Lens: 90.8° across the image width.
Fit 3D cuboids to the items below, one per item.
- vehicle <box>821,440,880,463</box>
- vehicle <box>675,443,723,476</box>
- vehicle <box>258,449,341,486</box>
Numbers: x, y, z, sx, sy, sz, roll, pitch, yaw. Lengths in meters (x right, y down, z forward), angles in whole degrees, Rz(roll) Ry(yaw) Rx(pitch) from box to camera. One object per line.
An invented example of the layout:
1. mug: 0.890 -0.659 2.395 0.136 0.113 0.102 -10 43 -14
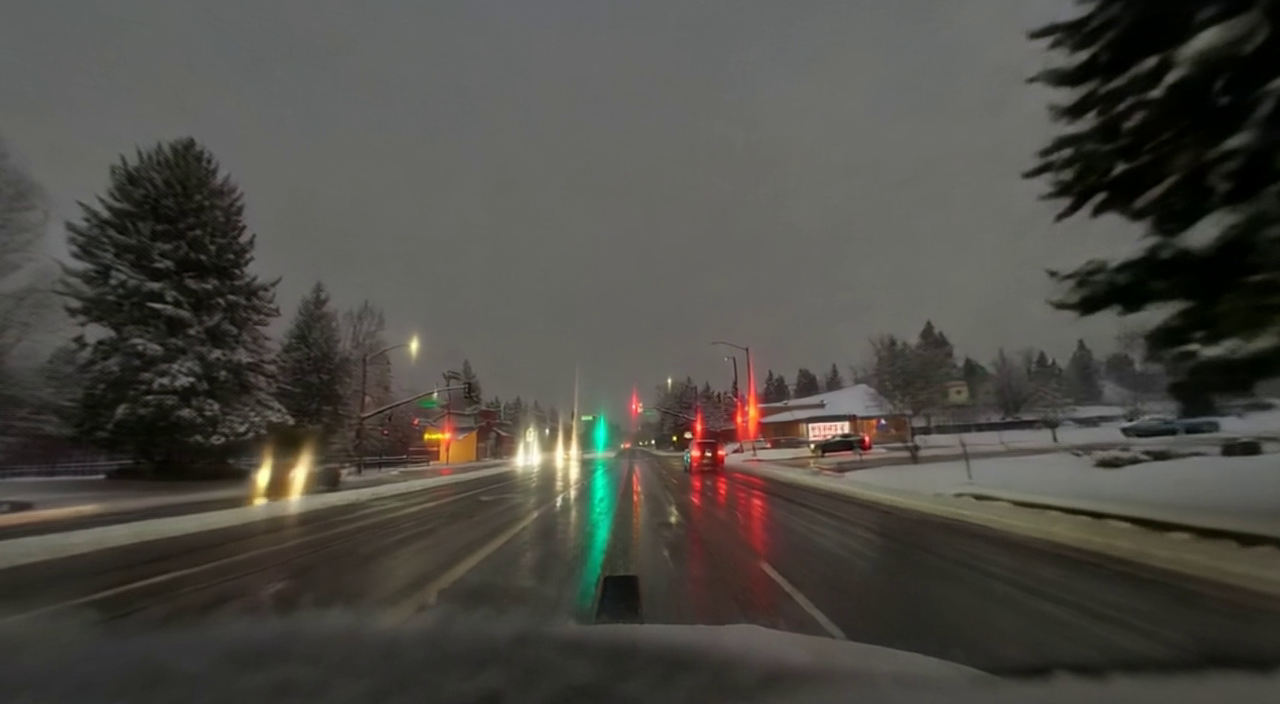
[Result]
1. vehicle: 14.674 6.924 44.041 3.552 1.484 1.883 5 -10 -29
2. vehicle: 2.998 5.542 32.787 1.961 1.580 4.020 0 -9 -2
3. vehicle: -18.703 6.328 34.984 2.026 1.885 4.539 0 -9 0
